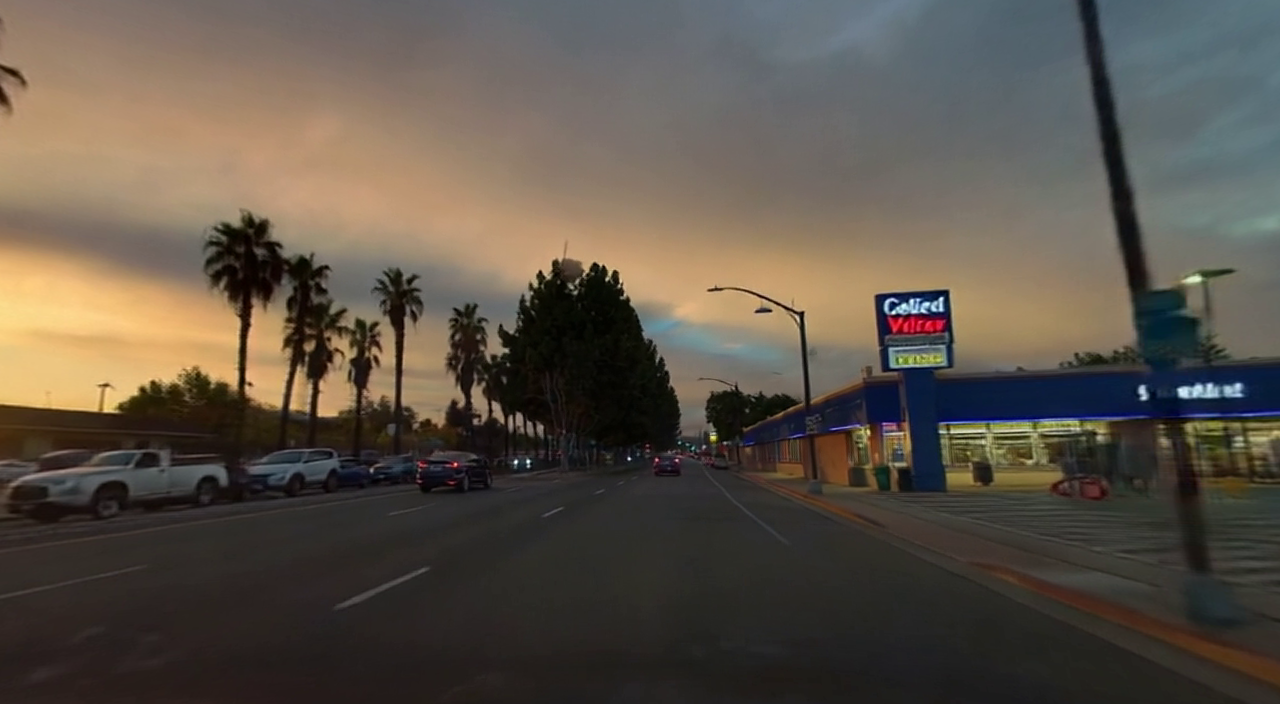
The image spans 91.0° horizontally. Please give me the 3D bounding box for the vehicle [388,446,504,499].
[{"bbox_3d":[-6.180,3.866,20.663,2.090,1.520,4.452,-1,-9,4],"label":"vehicle"}]

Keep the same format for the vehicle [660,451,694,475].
[{"bbox_3d":[2.540,7.435,42.344,2.139,1.461,4.918,-1,-9,5],"label":"vehicle"}]

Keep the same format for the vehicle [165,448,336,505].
[{"bbox_3d":[-11.650,3.697,19.314,1.981,1.493,4.721,-1,-9,4],"label":"vehicle"}]

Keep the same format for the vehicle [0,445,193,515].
[{"bbox_3d":[-14.688,3.332,17.018,1.882,1.623,4.270,0,-9,3],"label":"vehicle"}]
